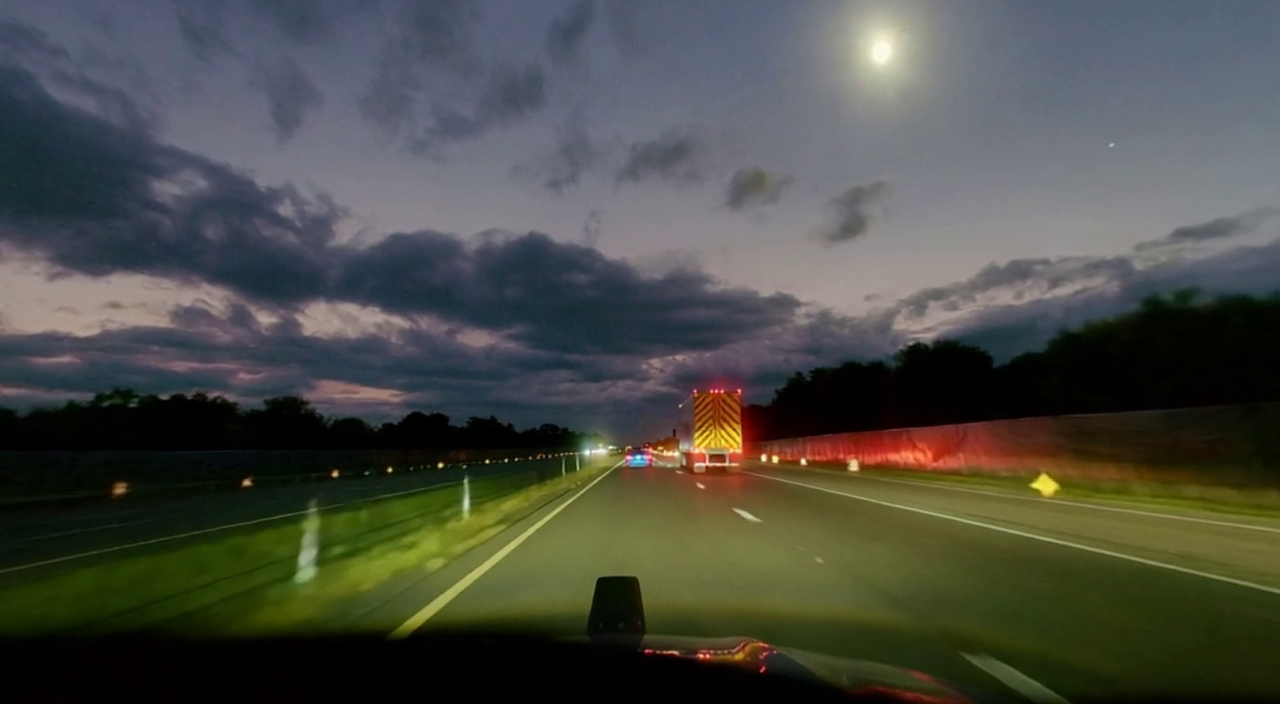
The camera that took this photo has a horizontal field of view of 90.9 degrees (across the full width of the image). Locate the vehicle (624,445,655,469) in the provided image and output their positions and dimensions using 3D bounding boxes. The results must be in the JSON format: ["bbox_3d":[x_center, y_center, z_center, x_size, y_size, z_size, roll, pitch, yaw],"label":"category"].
[{"bbox_3d":[-0.042,7.193,43.303,2.065,1.573,3.734,0,-9,0],"label":"vehicle"}]

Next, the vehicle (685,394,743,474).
[{"bbox_3d":[4.200,4.882,37.034,2.704,4.310,5.716,0,-9,0],"label":"vehicle"}]
